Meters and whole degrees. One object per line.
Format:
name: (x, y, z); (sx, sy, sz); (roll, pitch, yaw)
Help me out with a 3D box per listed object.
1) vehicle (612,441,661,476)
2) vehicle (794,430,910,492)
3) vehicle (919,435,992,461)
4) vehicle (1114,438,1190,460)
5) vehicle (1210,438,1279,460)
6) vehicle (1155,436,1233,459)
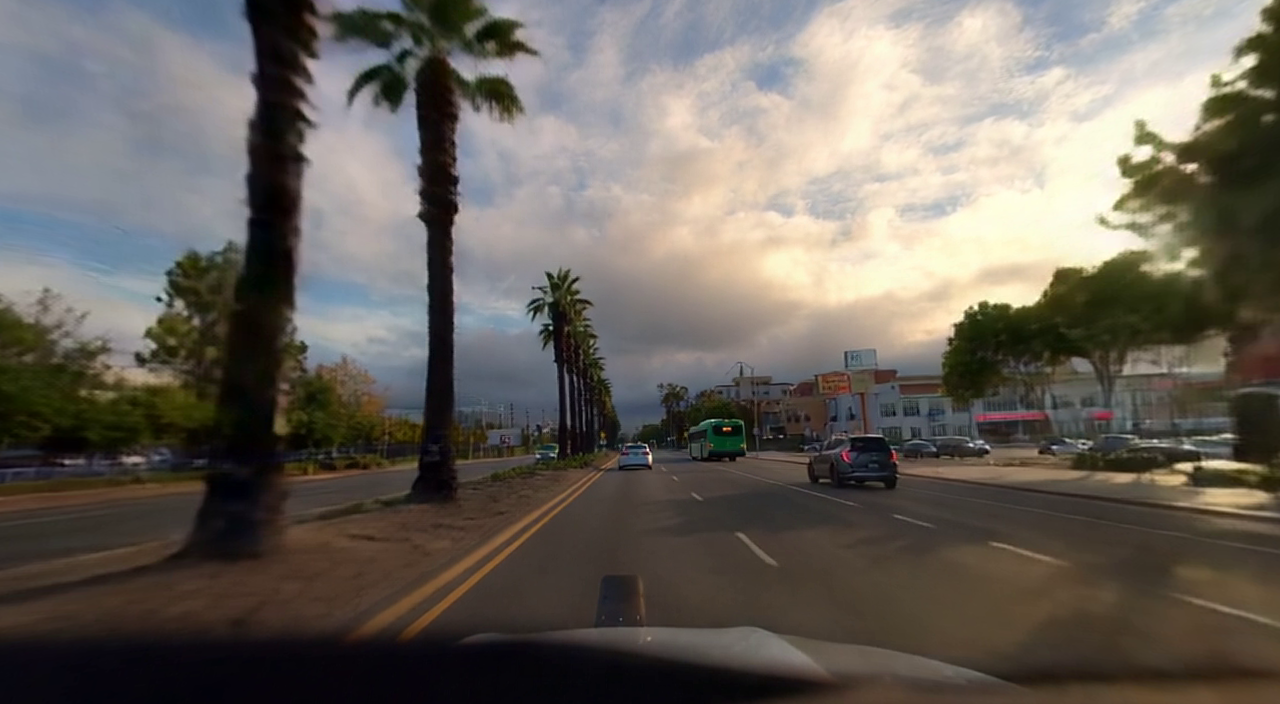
vehicle: (-0.146, 4.844, 28.945); (2.065, 1.477, 4.306); (0, -9, 0)
vehicle: (6.320, 3.309, 19.407); (2.031, 1.670, 4.154); (0, -9, -1)
vehicle: (24.104, 7.357, 48.313); (4.595, 1.845, 1.919); (0, -8, -6)
vehicle: (36.056, 6.859, 44.673); (1.831, 1.432, 4.544); (-1, -9, 5)
vehicle: (43.397, 6.813, 44.545); (1.932, 1.414, 4.451); (-2, -8, -6)
vehicle: (38.647, 6.683, 44.184); (1.778, 1.478, 4.067); (-3, -9, 2)
